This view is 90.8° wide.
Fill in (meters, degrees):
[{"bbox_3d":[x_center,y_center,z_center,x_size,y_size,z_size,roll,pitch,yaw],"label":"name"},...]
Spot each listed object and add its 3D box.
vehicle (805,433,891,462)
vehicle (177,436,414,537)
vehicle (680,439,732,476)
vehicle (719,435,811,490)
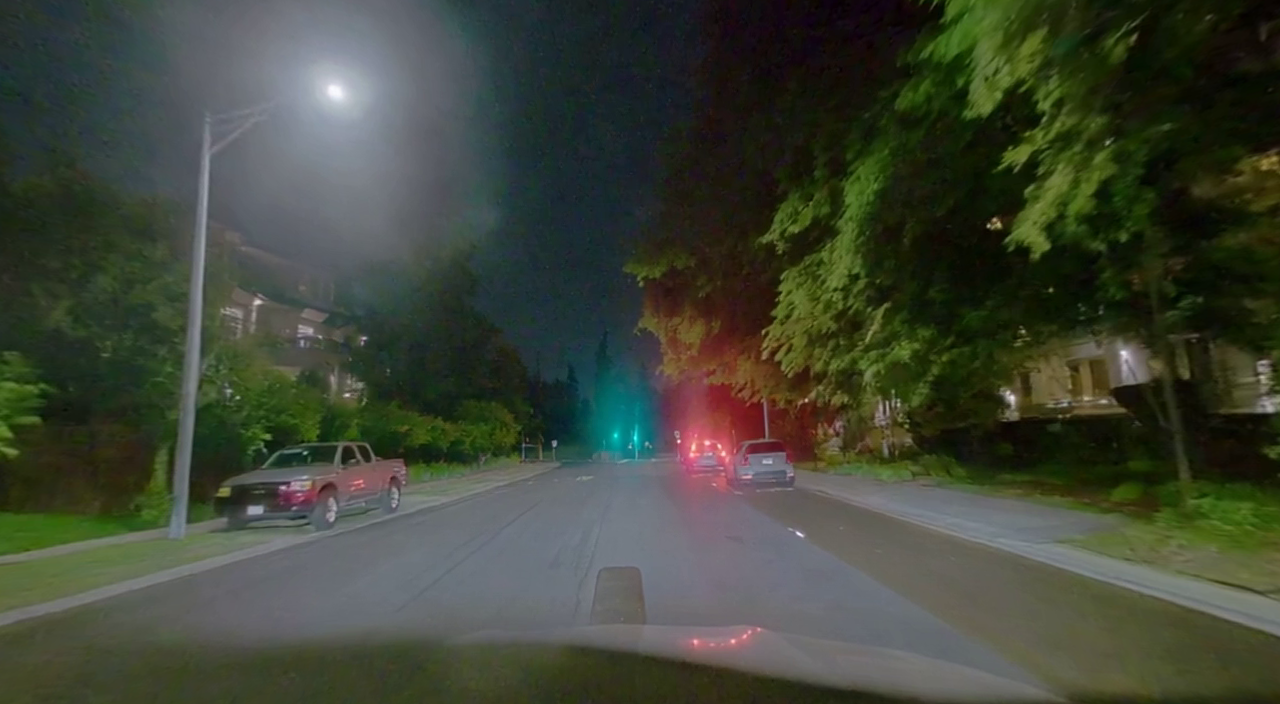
[{"bbox_3d":[12.368,5.720,37.814,4.470,1.624,2.047,-1,-9,5],"label":"vehicle"},{"bbox_3d":[-6.967,2.718,13.485,2.119,1.760,4.294,-2,-9,10],"label":"vehicle"},{"bbox_3d":[3.045,4.983,30.171,2.037,1.595,4.536,-1,-8,0],"label":"vehicle"},{"bbox_3d":[3.975,3.611,20.981,2.043,1.585,4.687,0,-8,-1],"label":"vehicle"}]
